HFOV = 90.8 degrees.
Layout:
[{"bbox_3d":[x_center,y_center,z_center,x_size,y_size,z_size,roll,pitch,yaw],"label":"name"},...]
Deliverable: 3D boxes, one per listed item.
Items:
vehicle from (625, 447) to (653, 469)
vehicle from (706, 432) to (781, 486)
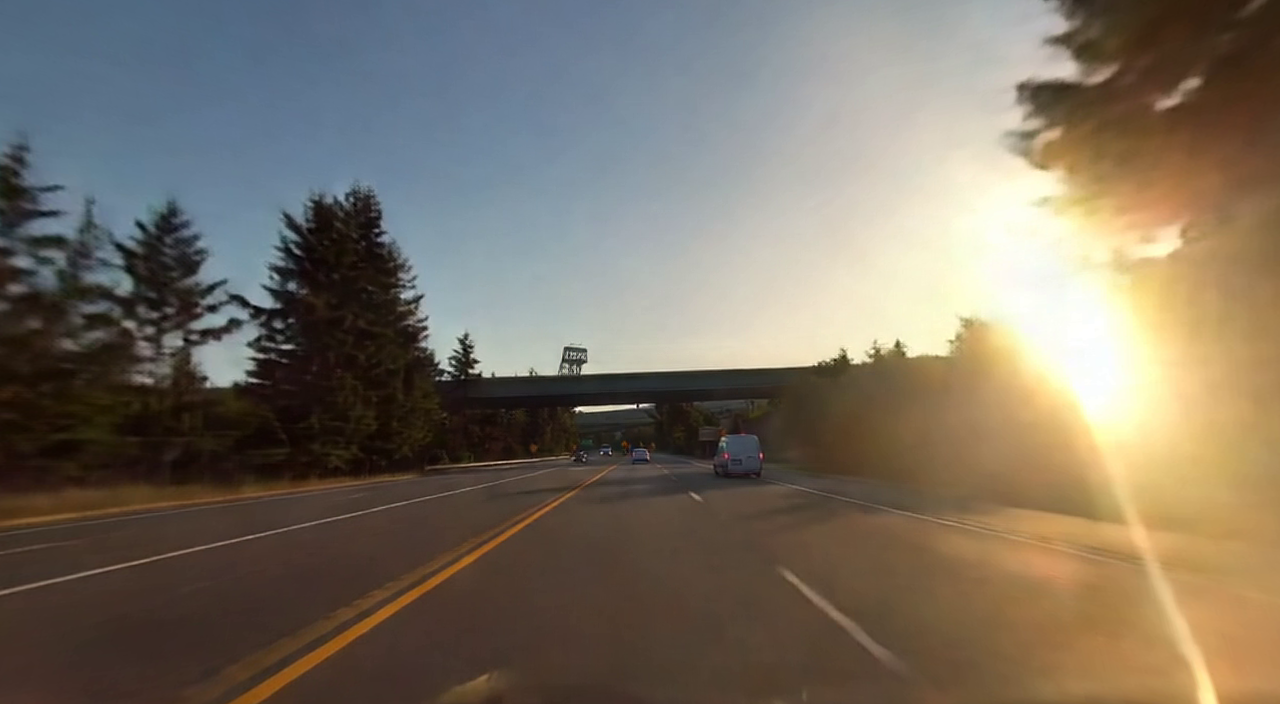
[{"bbox_3d":[-0.020,8.049,48.031,2.013,1.584,3.995,0,-9,1],"label":"vehicle"},{"bbox_3d":[4.125,4.417,26.236,2.152,1.998,5.380,0,-9,-1],"label":"vehicle"}]
